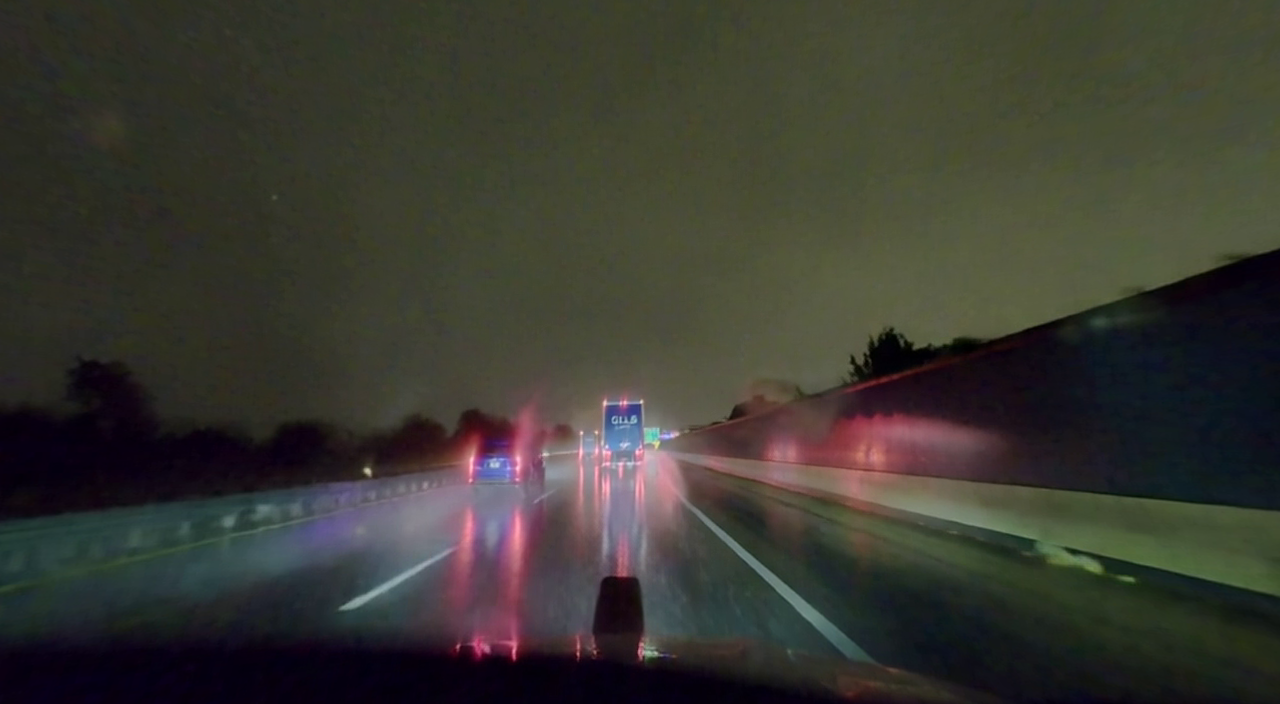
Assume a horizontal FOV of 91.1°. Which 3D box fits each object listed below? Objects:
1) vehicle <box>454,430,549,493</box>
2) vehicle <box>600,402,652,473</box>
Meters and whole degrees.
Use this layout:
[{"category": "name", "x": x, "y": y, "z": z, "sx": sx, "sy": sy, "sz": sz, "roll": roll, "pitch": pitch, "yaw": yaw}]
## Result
[{"category": "vehicle", "x": -4.667, "y": 3.810, "z": 22.150, "sx": 2.226, "sy": 1.935, "sz": 5.130, "roll": 0, "pitch": -9, "yaw": -1}, {"category": "vehicle", "x": -0.925, "y": 5.638, "z": 40.881, "sx": 2.923, "sy": 4.007, "sz": 9.760, "roll": 0, "pitch": -9, "yaw": -2}]
